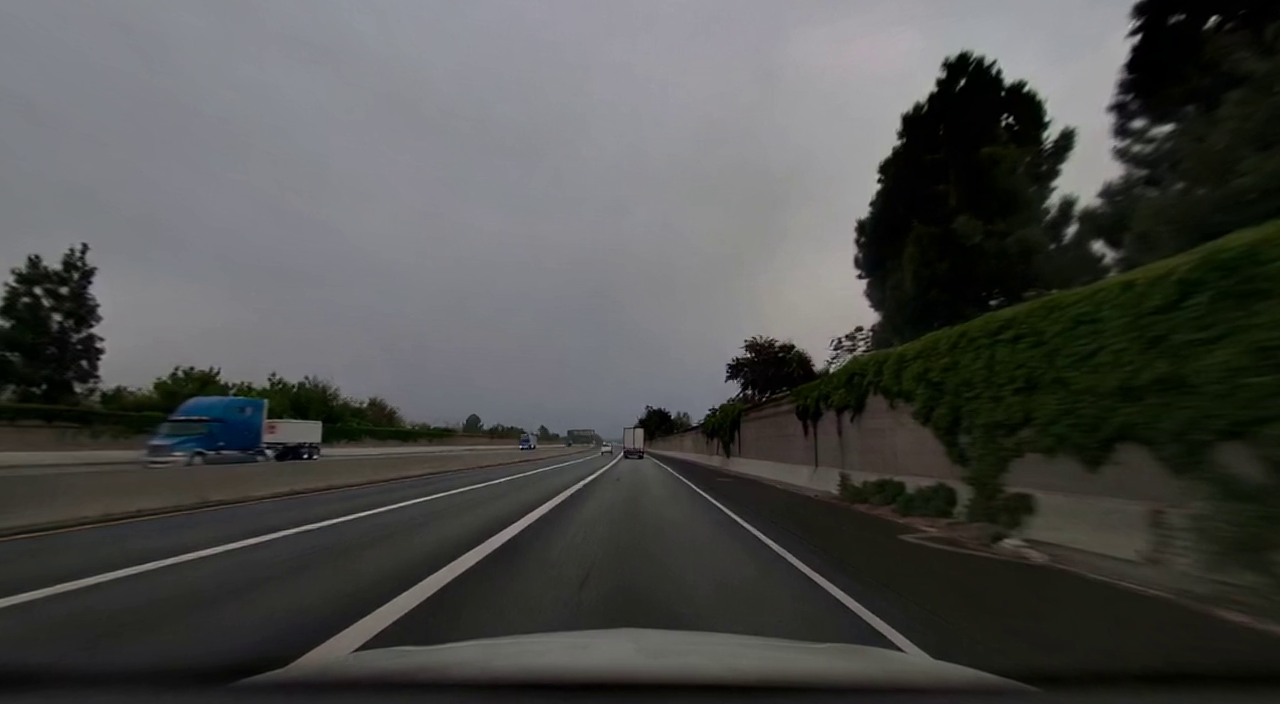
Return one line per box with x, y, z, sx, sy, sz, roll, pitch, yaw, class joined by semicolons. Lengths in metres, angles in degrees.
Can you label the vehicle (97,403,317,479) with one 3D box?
-23.299;5.134;35.674;2.824;3.436;13.724;0;-9;0;vehicle
